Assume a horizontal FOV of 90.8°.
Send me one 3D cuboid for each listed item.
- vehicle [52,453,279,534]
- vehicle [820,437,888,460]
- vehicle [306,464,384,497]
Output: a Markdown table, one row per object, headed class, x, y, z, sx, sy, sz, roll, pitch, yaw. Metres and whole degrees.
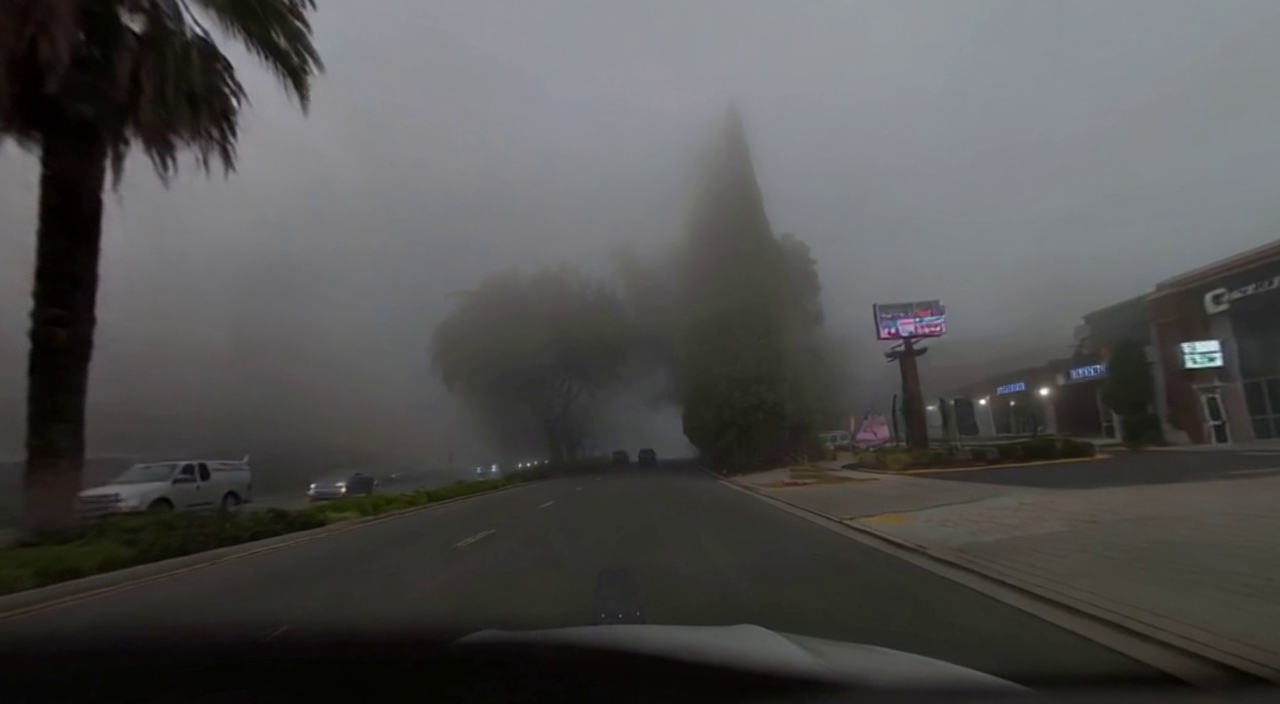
| class | x | y | z | sx | sy | sz | roll | pitch | yaw |
| --- | --- | --- | --- | --- | --- | --- | --- | --- | --- |
| vehicle | -12.495 | 3.691 | 17.235 | 2.306 | 1.807 | 4.927 | 0 | -9 | 1 |
| vehicle | 16.746 | 7.580 | 49.572 | 4.577 | 1.750 | 2.115 | 1 | -9 | -6 |
| vehicle | -15.637 | 6.817 | 33.819 | 1.940 | 1.492 | 4.495 | 0 | -9 | 1 |
